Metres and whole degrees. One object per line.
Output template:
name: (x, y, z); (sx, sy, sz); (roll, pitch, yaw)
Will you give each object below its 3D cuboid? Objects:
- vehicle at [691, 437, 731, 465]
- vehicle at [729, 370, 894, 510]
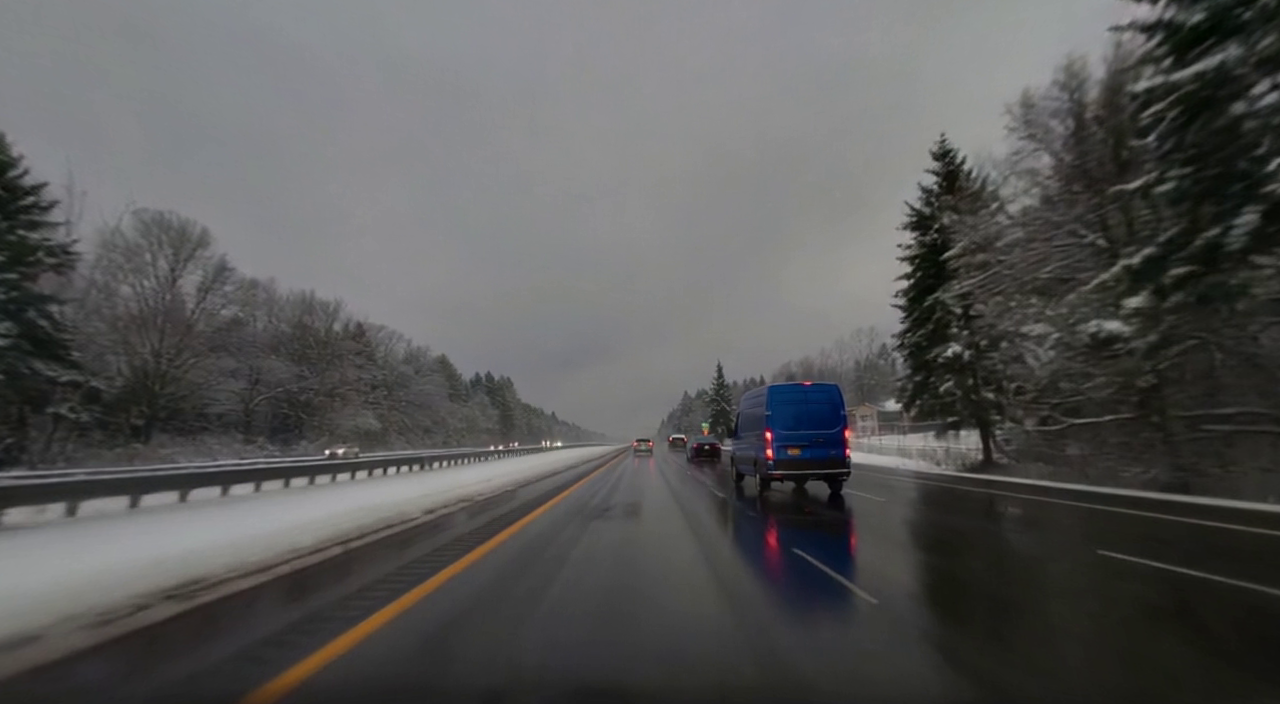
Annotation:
vehicle: (4.453, 6.265, 40.180); (2.034, 1.651, 4.342); (0, -8, 0)
vehicle: (3.690, 2.107, 15.085); (2.302, 2.670, 5.912); (0, -8, 1)
